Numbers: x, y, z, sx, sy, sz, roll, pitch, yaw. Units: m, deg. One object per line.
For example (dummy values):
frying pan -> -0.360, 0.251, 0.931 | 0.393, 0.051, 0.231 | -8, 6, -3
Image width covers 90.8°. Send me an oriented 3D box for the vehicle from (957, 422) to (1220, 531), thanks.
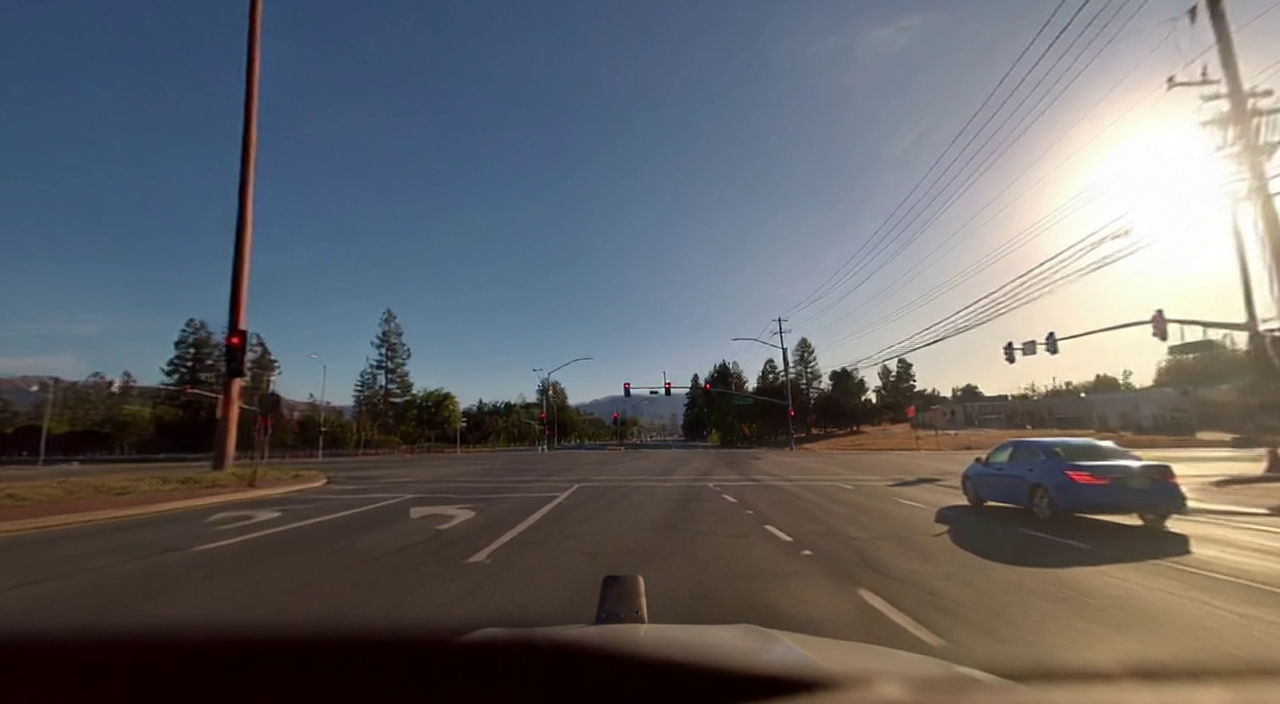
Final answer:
vehicle -> 7.398, 2.072, 10.972 | 1.797, 1.544, 3.685 | 0, -9, 0
